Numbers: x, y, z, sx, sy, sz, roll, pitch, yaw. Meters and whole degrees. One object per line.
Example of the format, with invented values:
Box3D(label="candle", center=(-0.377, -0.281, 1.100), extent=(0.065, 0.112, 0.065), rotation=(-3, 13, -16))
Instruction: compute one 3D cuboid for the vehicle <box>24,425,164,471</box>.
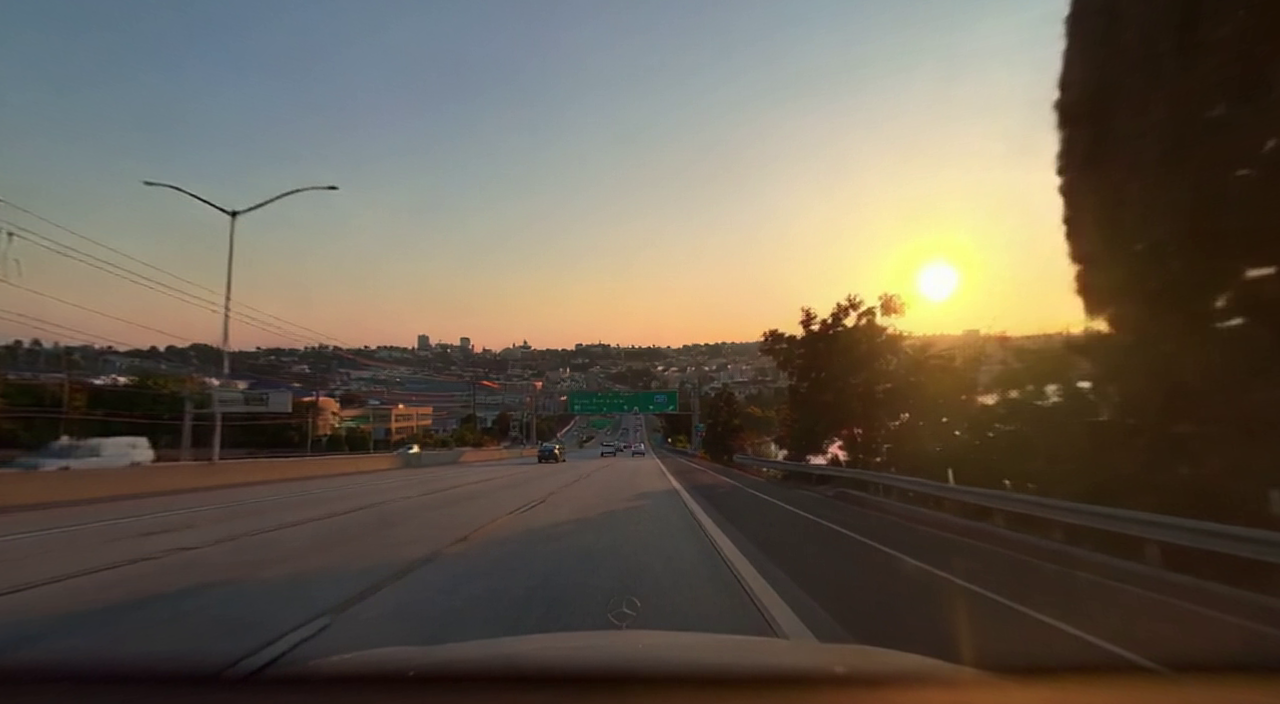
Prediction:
Box3D(label="vehicle", center=(-27.461, 4.859, 32.025), extent=(2.492, 2.161, 4.986), rotation=(0, -8, 2))
